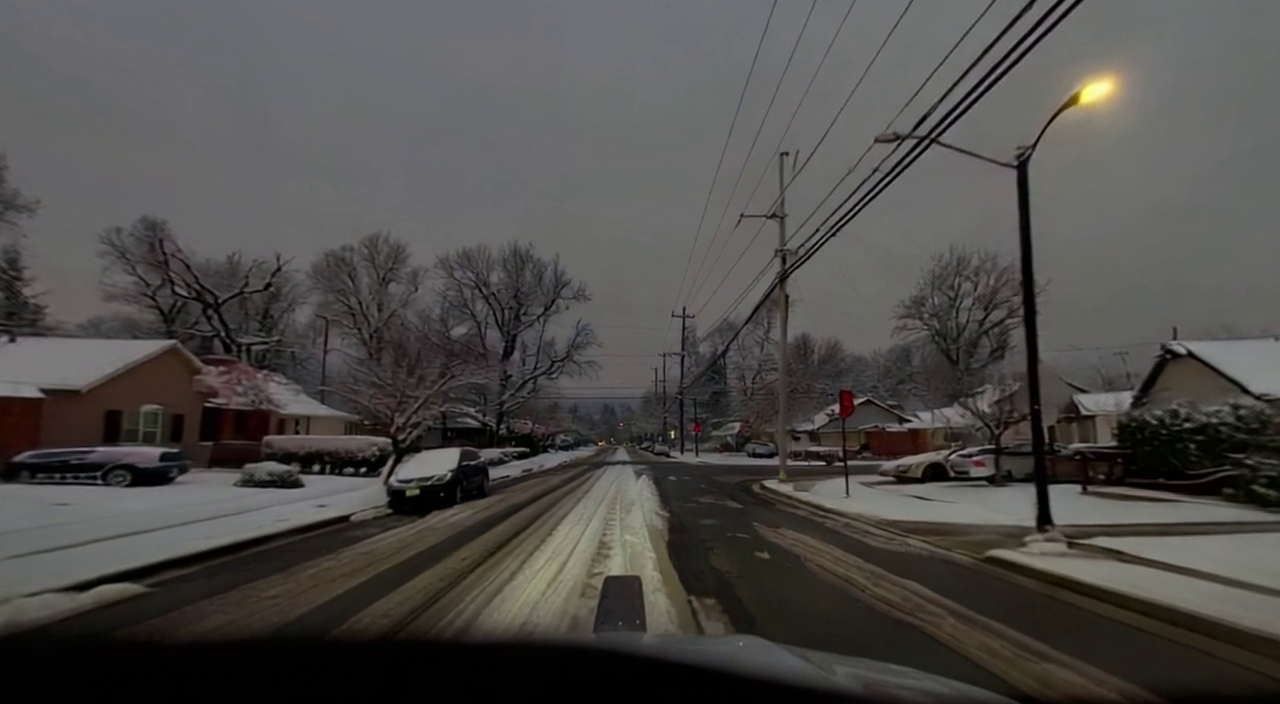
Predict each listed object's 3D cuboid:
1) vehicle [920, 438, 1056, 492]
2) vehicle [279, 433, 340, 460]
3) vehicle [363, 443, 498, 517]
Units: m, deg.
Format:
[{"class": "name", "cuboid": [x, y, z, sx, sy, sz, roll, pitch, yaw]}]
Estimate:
[{"class": "vehicle", "cuboid": [11.371, 3.697, 21.092, 1.881, 1.574, 4.670, 0, -8, 0]}, {"class": "vehicle", "cuboid": [-19.790, 5.644, 37.753, 4.472, 1.492, 1.870, -8, -12, 44]}, {"class": "vehicle", "cuboid": [-5.038, 3.098, 15.954, 1.938, 1.508, 4.481, 0, -7, -1]}]
